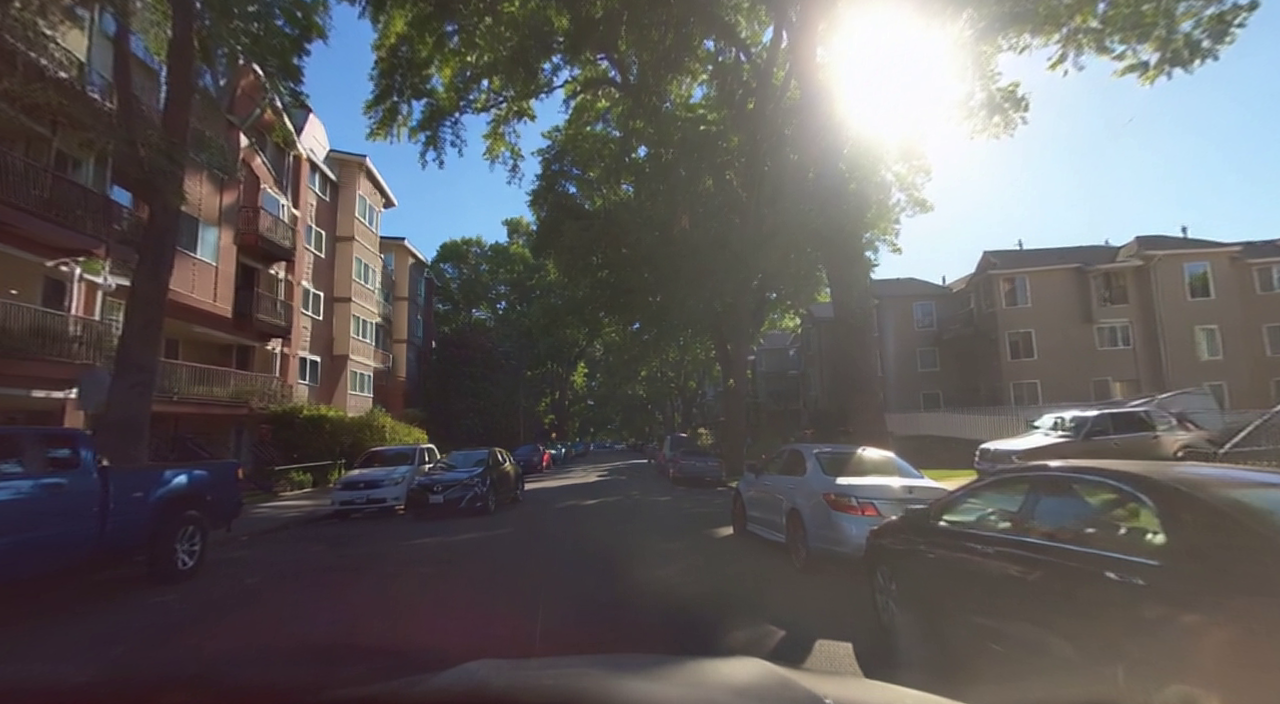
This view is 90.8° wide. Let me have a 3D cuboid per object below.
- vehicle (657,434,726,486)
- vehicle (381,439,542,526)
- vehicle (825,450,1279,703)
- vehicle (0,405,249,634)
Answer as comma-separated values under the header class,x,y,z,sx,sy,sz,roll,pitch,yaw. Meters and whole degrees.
class,x,y,z,sx,sy,sz,roll,pitch,yaw
vehicle,1.735,3.787,22.488,1.878,1.664,4.033,1,-8,-3
vehicle,-3.529,2.639,13.466,1.966,1.515,4.394,0,-8,3
vehicle,2.435,1.151,2.969,1.720,1.333,4.233,0,-8,-2
vehicle,-6.513,1.541,5.745,2.308,1.877,6.060,-4,-8,-2
